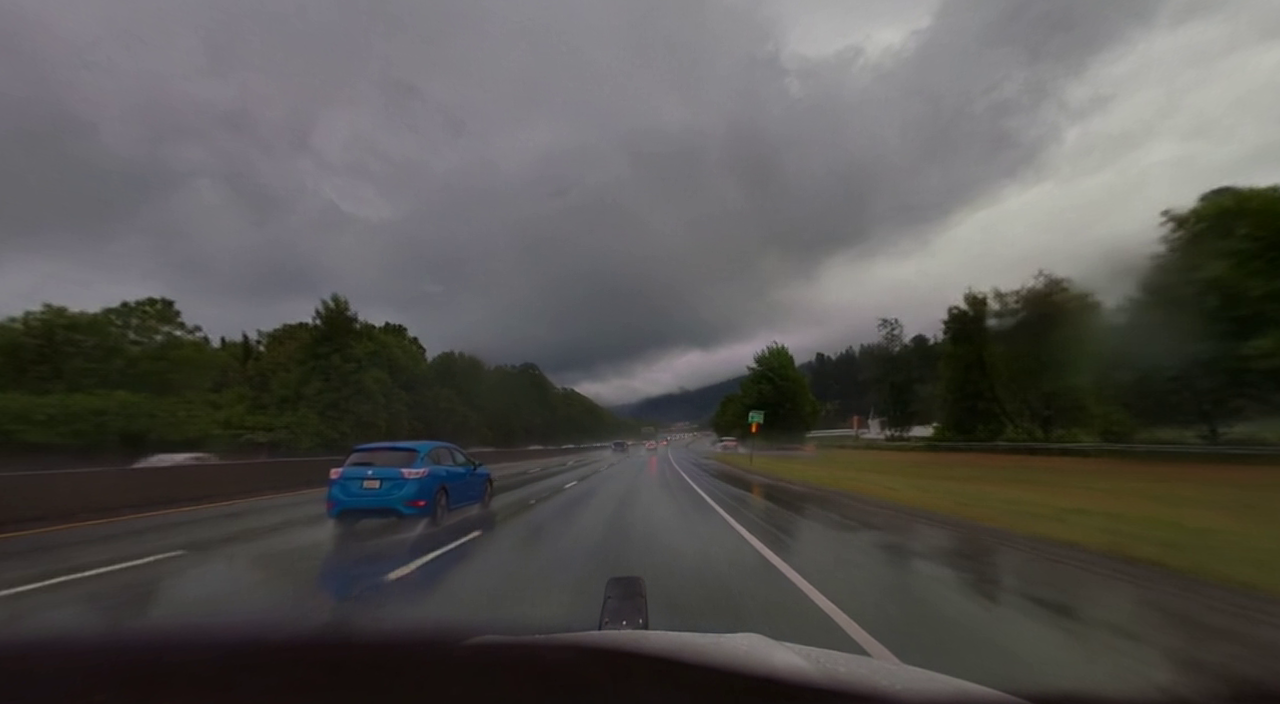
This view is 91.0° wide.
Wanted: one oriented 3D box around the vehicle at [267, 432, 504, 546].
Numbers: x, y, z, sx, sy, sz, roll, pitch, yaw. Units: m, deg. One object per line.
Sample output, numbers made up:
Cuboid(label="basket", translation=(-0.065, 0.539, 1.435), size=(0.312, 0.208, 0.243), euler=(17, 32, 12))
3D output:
Cuboid(label="vehicle", translation=(-3.821, 2.136, 10.519), size=(1.996, 1.454, 4.495), euler=(-1, -9, 1))

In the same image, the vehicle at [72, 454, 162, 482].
Cuboid(label="vehicle", translation=(-34.470, 7.617, 41.660), size=(1.832, 1.687, 4.502), euler=(-1, -9, 6))
